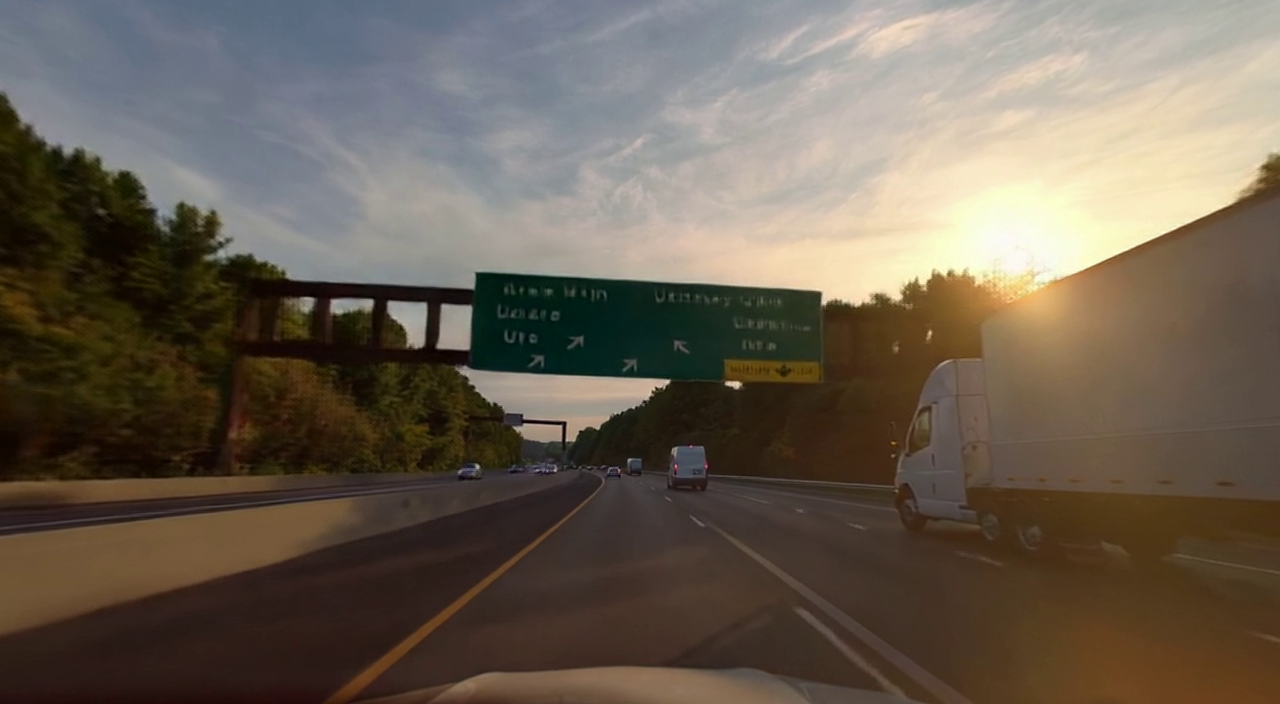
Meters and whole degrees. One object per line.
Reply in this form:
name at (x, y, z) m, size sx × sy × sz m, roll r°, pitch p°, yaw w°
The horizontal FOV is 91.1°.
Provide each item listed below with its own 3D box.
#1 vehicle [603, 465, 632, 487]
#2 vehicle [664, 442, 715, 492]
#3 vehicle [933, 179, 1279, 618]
vehicle at (-1.771, 9.607, 48.845) m, size 2.106 × 1.524 × 4.381 m, roll 1°, pitch -10°, yaw -2°
vehicle at (2.790, 6.675, 36.478) m, size 2.291 × 2.639 × 5.280 m, roll 1°, pitch -10°, yaw -3°
vehicle at (7.524, 0.355, 5.451) m, size 2.866 × 4.102 × 14.351 m, roll 1°, pitch -10°, yaw -1°
